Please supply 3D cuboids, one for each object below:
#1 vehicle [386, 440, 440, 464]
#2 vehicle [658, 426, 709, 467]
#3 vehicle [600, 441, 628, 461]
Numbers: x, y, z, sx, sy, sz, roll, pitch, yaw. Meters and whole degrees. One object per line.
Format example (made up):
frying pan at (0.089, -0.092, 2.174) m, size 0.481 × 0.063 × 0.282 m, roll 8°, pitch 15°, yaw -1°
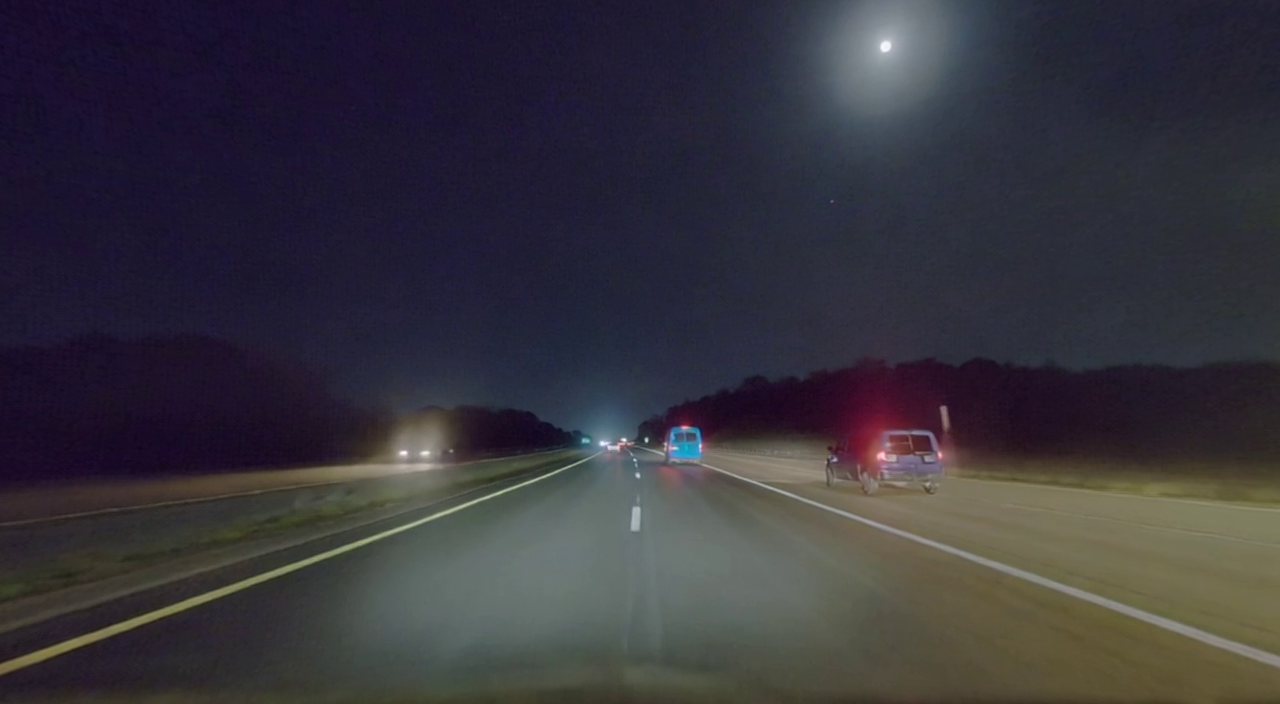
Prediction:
vehicle at (-14.850, 6.533, 41.444) m, size 1.972 × 1.472 × 4.536 m, roll -1°, pitch -8°, yaw -1°
vehicle at (2.284, 5.104, 34.219) m, size 2.269 × 2.048 × 4.679 m, roll 0°, pitch -8°, yaw -2°
vehicle at (-2.007, 7.718, 49.165) m, size 2.005 × 1.466 × 3.739 m, roll -1°, pitch -8°, yaw -1°
